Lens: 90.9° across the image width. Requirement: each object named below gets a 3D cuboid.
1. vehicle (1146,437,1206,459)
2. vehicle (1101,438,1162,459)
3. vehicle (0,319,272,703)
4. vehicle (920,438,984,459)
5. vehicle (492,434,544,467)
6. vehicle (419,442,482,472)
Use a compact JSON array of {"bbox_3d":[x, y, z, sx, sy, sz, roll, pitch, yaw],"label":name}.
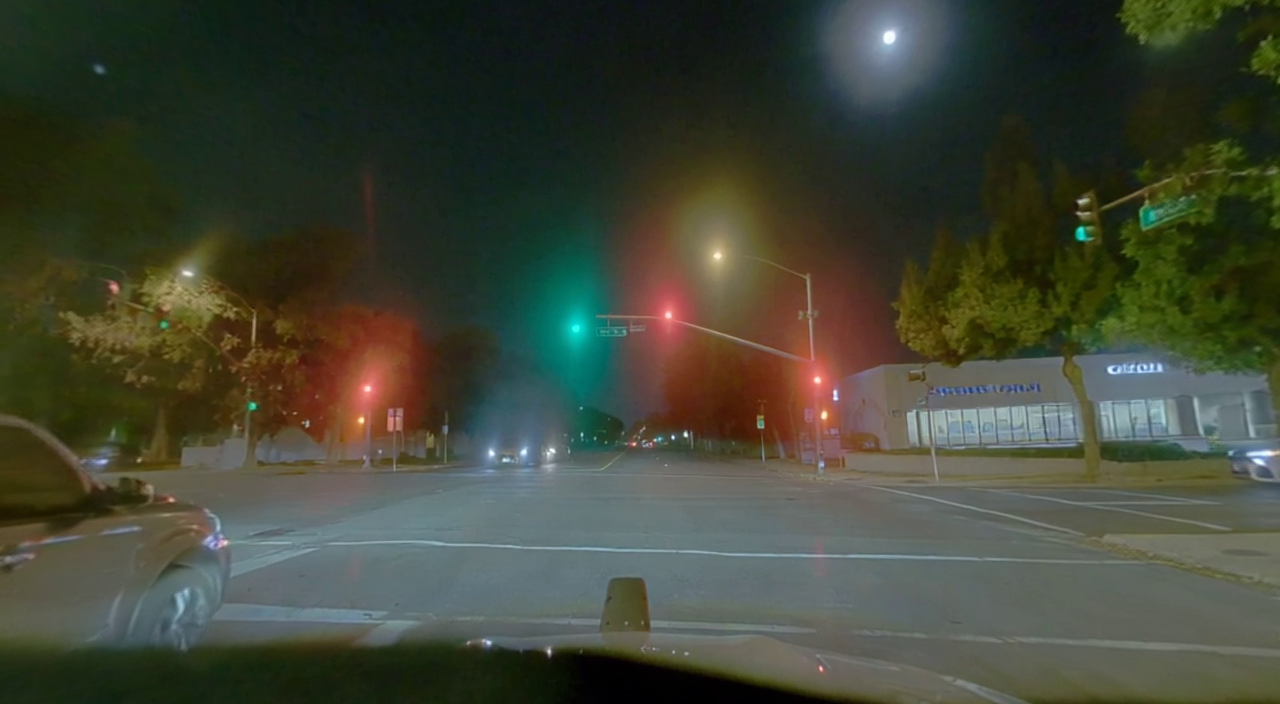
[{"bbox_3d":[41.168,7.419,48.495,1.767,1.456,4.191,-5,-11,15],"label":"vehicle"},{"bbox_3d":[38.491,7.549,49.499,1.837,1.514,4.786,-2,-9,13],"label":"vehicle"},{"bbox_3d":[-3.459,0.692,1.869,2.000,1.789,4.638,0,-8,-2],"label":"vehicle"},{"bbox_3d":[21.480,6.647,43.378,3.576,1.425,1.702,2,-9,-12],"label":"vehicle"},{"bbox_3d":[-7.159,5.852,37.463,2.081,1.818,4.782,0,-8,1],"label":"vehicle"},{"bbox_3d":[-10.628,5.910,35.705,2.041,1.548,4.868,0,-8,0],"label":"vehicle"}]
